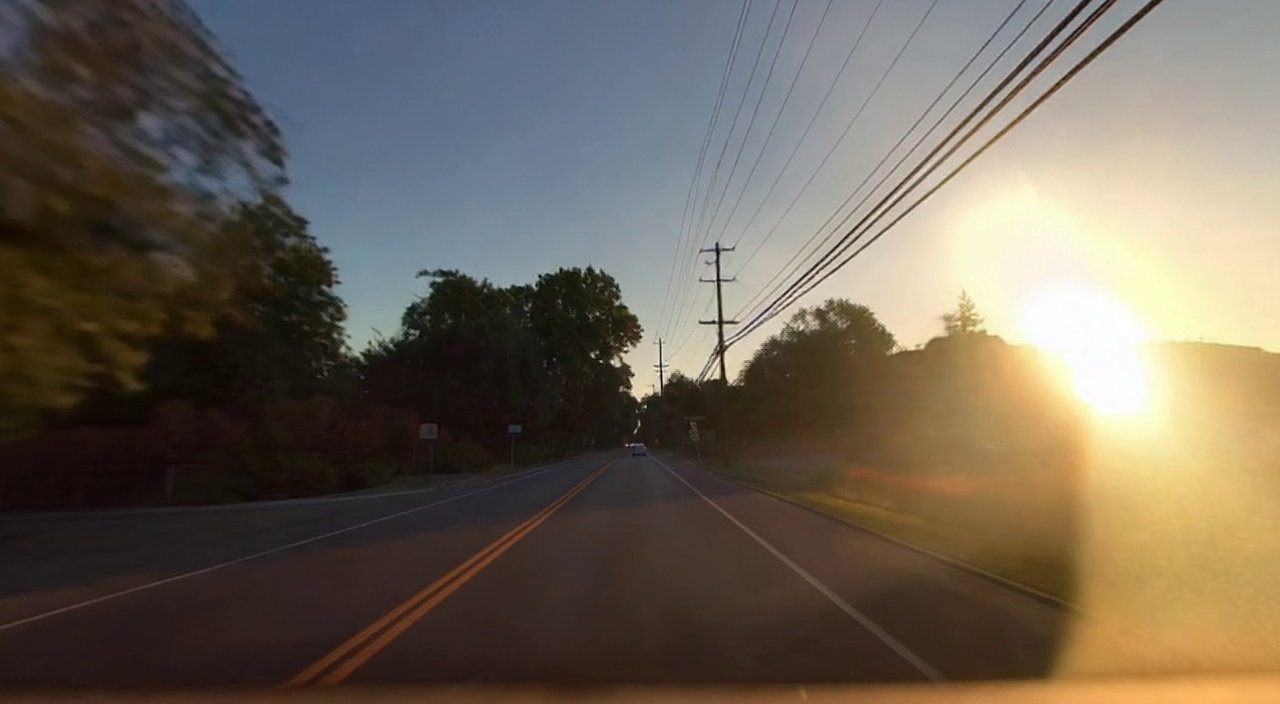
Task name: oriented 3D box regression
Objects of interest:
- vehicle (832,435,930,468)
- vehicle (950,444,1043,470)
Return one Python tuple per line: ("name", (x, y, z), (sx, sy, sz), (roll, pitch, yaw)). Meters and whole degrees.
("vehicle", (15.855, 6.578, 41.780), (5.494, 2.011, 2.421), (-2, -9, 5))
("vehicle", (21.761, 6.457, 38.579), (4.438, 1.499, 1.909), (-1, -10, 4))
